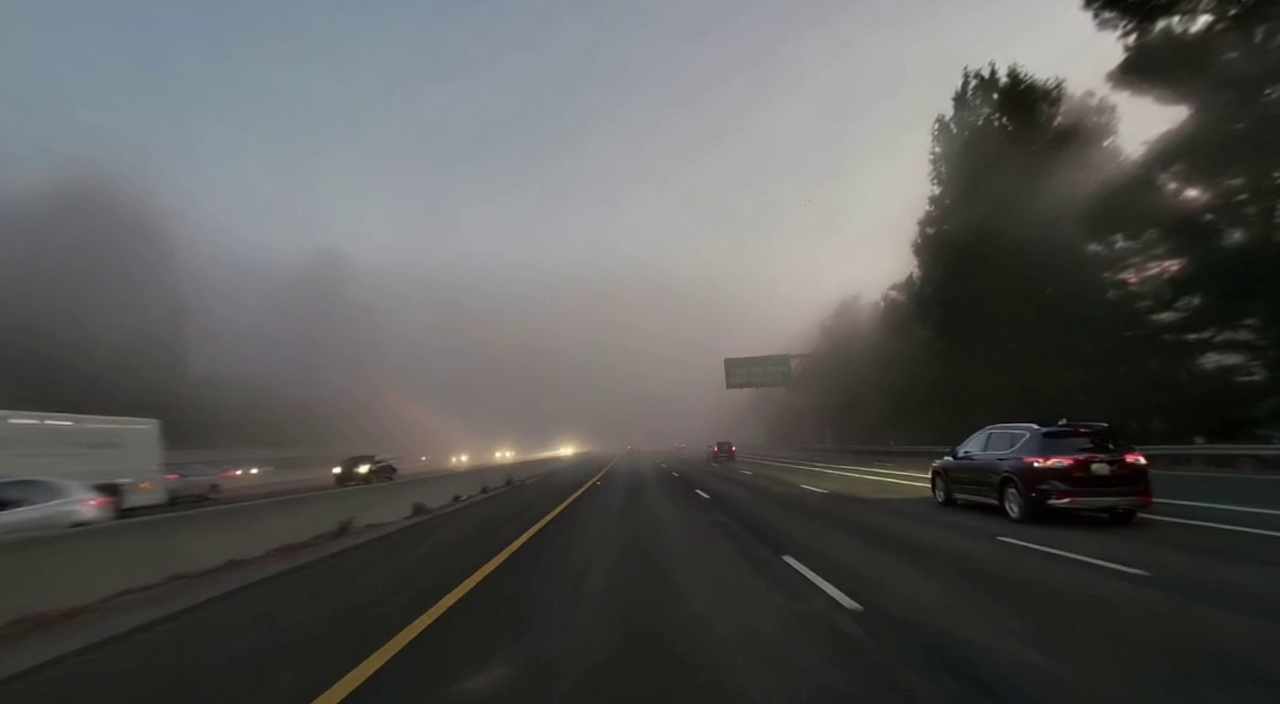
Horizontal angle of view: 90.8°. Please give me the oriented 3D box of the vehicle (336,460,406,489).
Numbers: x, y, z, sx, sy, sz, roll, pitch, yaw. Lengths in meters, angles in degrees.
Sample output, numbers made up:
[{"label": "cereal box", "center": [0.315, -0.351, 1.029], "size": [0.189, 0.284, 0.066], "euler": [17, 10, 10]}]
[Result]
[{"label": "vehicle", "center": [-15.024, 6.846, 35.595], "size": [1.876, 1.401, 4.591], "euler": [0, -9, 0]}]

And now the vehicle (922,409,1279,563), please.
[{"label": "vehicle", "center": [6.366, 1.819, 9.363], "size": [2.052, 1.660, 4.837], "euler": [0, -9, -1]}]

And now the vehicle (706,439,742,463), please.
[{"label": "vehicle", "center": [6.333, 7.493, 48.015], "size": [2.030, 1.706, 4.279], "euler": [0, -9, -1]}]

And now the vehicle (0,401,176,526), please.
[{"label": "vehicle", "center": [-22.422, 3.829, 21.875], "size": [2.836, 4.063, 13.052], "euler": [0, -9, 0]}]
